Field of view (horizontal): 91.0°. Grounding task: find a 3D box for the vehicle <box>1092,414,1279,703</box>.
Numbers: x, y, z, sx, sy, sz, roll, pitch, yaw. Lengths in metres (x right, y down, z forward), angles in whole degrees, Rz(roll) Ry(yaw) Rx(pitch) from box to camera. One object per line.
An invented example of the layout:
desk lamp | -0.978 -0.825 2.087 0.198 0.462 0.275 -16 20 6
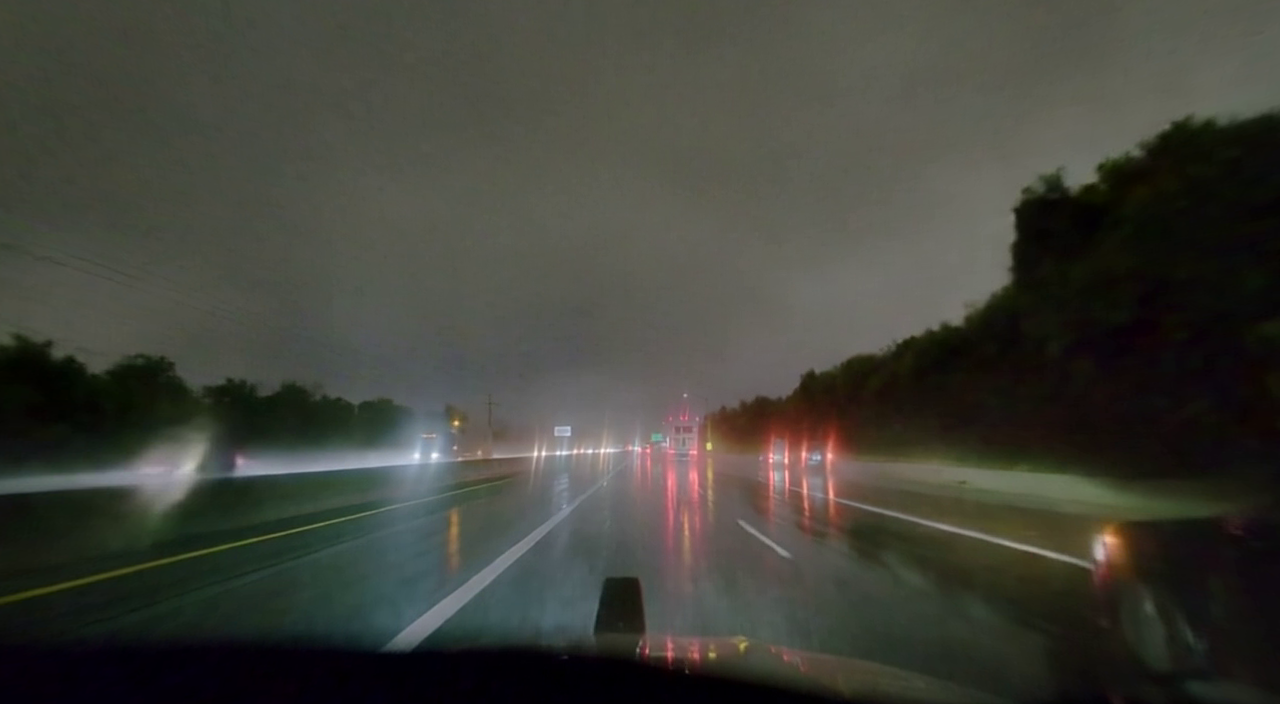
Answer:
vehicle | 3.675 0.849 1.557 1.976 1.495 4.217 0 -9 0

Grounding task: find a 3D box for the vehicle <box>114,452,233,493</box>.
vehicle | -21.349 5.491 29.095 1.966 1.687 4.493 0 -9 1
